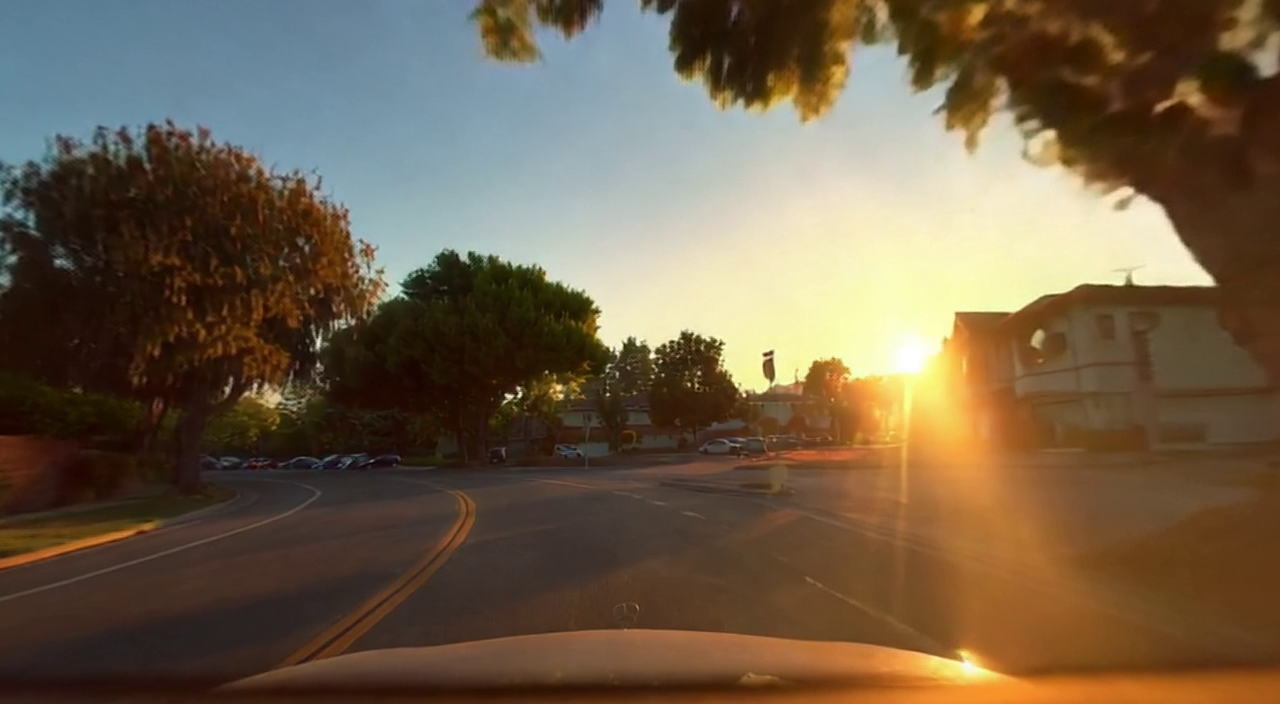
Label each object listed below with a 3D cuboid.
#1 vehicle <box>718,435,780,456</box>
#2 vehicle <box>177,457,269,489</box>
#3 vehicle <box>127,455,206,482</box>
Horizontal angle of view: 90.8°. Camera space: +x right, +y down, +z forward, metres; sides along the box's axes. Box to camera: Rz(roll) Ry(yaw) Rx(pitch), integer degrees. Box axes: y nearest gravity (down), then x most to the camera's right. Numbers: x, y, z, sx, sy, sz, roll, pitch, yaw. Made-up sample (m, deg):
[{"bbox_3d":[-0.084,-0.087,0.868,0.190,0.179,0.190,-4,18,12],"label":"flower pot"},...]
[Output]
[{"bbox_3d":[8.119,7.013,47.327,4.462,1.474,1.765,-1,-9,6],"label":"vehicle"},{"bbox_3d":[-22.968,6.554,34.617,2.772,1.161,7.241,4,-8,-45],"label":"vehicle"},{"bbox_3d":[-30.829,7.551,41.107,4.946,1.537,2.206,-5,-9,30],"label":"vehicle"}]
